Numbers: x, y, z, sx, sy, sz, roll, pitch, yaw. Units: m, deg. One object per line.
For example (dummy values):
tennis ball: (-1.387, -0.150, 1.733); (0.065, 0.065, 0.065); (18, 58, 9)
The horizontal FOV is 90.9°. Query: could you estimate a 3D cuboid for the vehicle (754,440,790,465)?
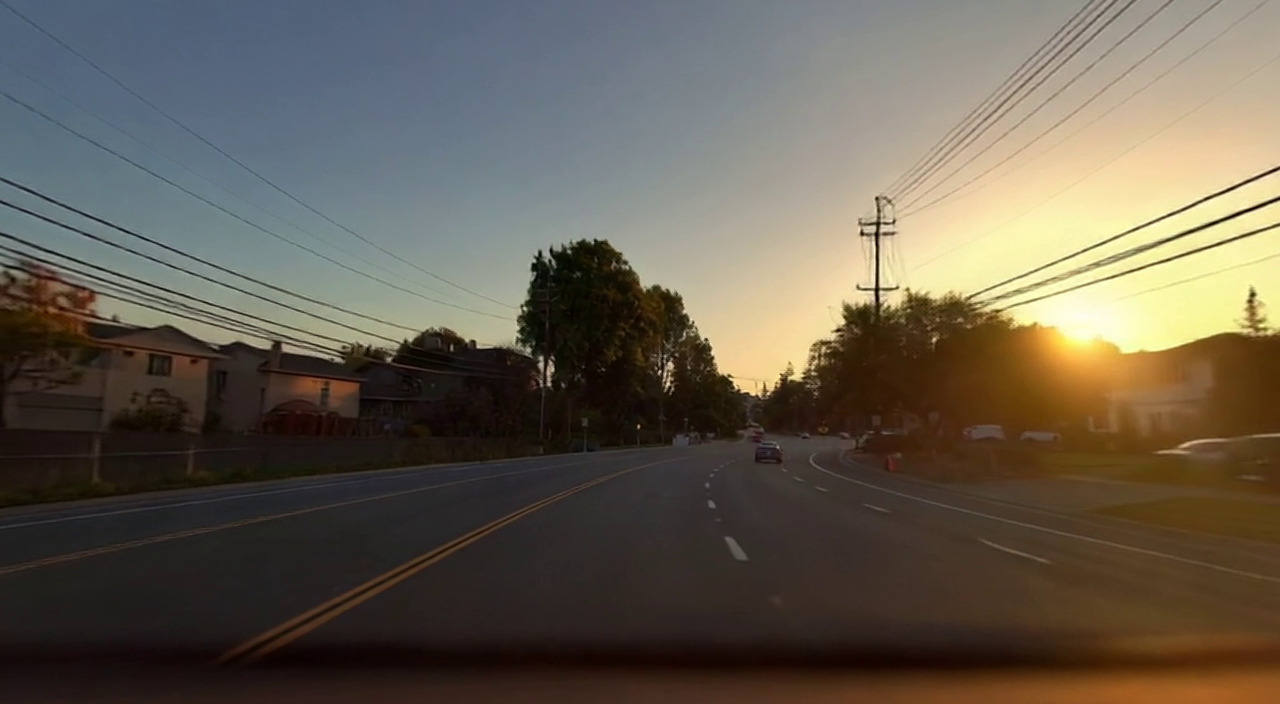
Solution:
vehicle: (8.007, 6.051, 38.019); (1.982, 1.451, 4.152); (-2, -9, 12)
